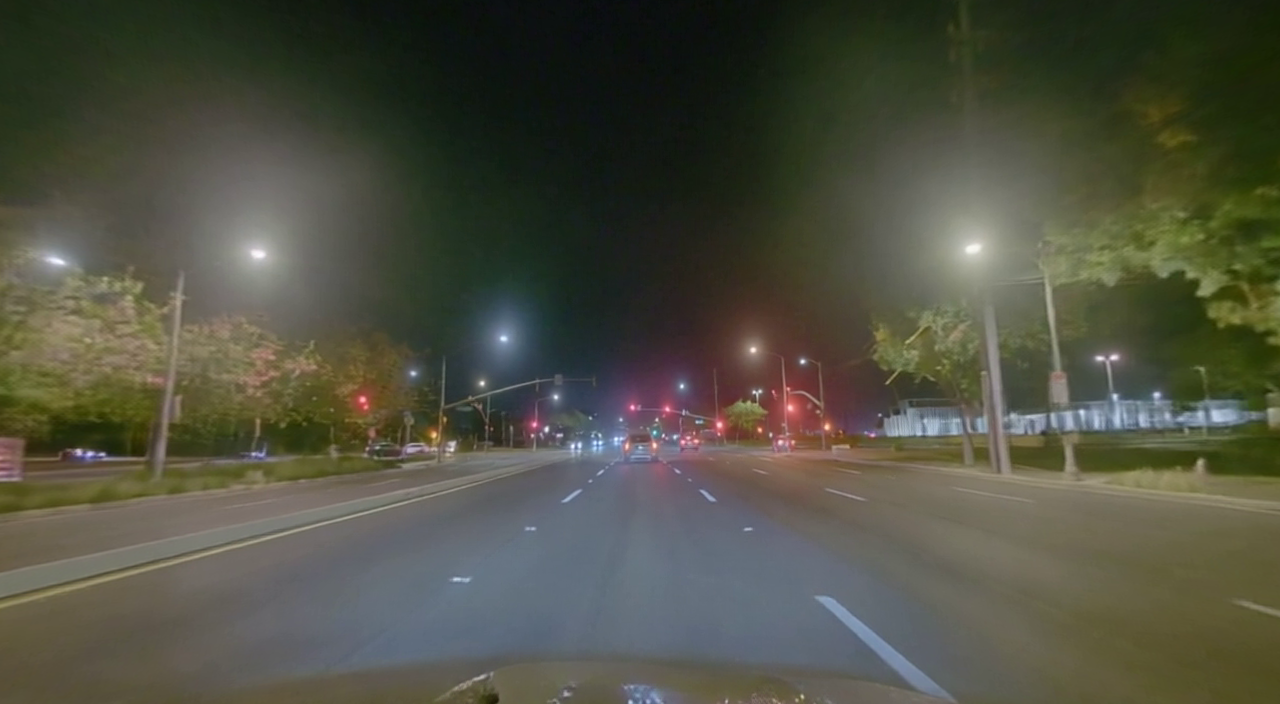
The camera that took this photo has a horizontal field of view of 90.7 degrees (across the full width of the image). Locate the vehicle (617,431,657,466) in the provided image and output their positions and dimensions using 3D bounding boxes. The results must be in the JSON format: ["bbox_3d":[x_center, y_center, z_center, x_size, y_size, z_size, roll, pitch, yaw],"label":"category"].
[{"bbox_3d":[-0.169,5.846,38.275,2.267,1.926,4.708,0,-9,0],"label":"vehicle"}]
